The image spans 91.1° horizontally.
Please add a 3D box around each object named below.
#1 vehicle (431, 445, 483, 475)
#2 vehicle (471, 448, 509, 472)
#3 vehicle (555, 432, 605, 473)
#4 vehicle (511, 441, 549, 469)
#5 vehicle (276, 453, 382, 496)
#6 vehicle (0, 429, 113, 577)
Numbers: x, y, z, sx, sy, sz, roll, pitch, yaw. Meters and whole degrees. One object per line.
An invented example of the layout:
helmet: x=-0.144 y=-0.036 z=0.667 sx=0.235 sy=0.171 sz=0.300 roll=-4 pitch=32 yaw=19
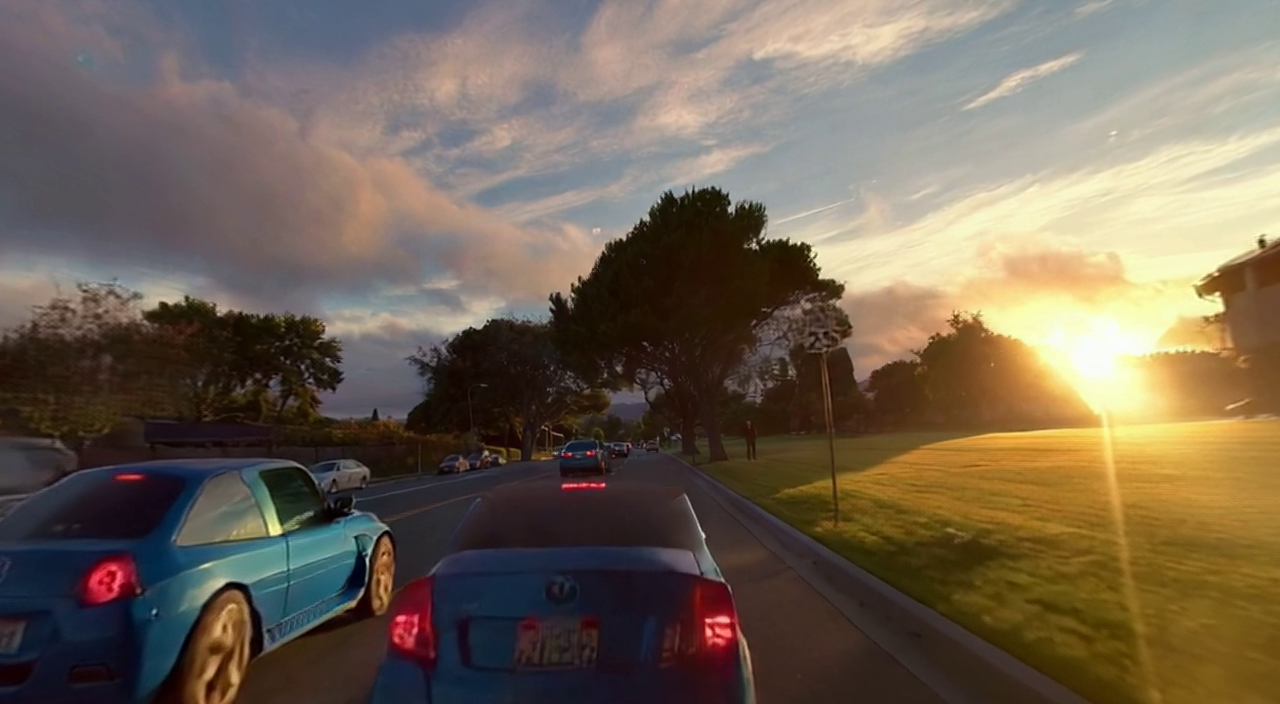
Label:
vehicle: x=-11.699 y=6.944 z=40.577 sx=1.904 sy=1.728 sz=4.997 roll=1 pitch=-8 yaw=-1
vehicle: x=-11.662 y=8.401 z=49.067 sx=1.910 sy=1.462 sz=4.581 roll=-4 pitch=-7 yaw=-1
vehicle: x=-2.832 y=4.859 z=30.554 sx=1.908 sy=1.809 sz=4.230 roll=-1 pitch=-8 yaw=1
vehicle: x=-8.543 y=8.036 z=49.168 sx=2.019 sy=1.907 sz=4.697 roll=-4 pitch=-8 yaw=1
vehicle: x=-12.181 y=4.800 z=24.995 sx=1.887 sy=1.469 sz=4.691 roll=-1 pitch=-9 yaw=-1
vehicle: x=-8.888 y=1.724 z=6.603 sx=2.060 sy=1.785 sz=5.303 roll=-2 pitch=-8 yaw=1
